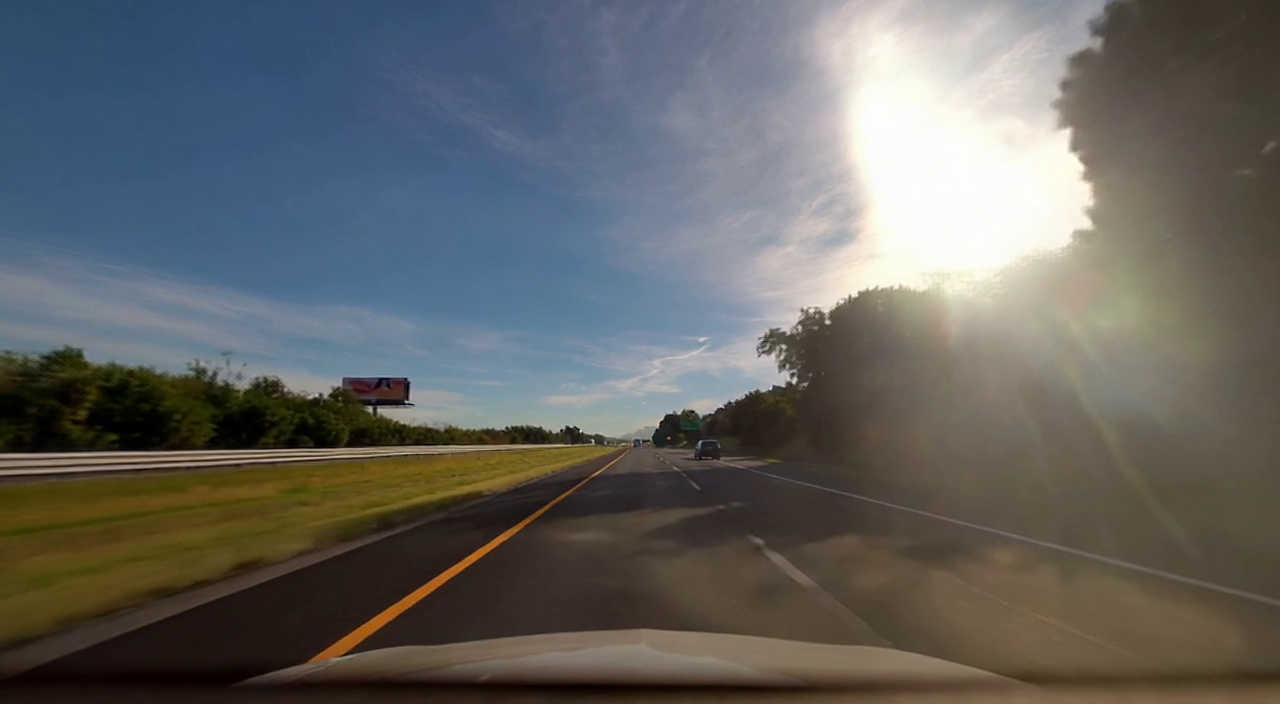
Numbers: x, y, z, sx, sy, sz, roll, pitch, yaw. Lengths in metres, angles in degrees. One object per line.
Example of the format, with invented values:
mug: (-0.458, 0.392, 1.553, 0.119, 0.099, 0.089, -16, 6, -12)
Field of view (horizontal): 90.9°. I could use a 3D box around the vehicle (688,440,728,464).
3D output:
vehicle: (4.497, 6.720, 42.367, 2.012, 1.476, 4.256, 0, -9, -2)
